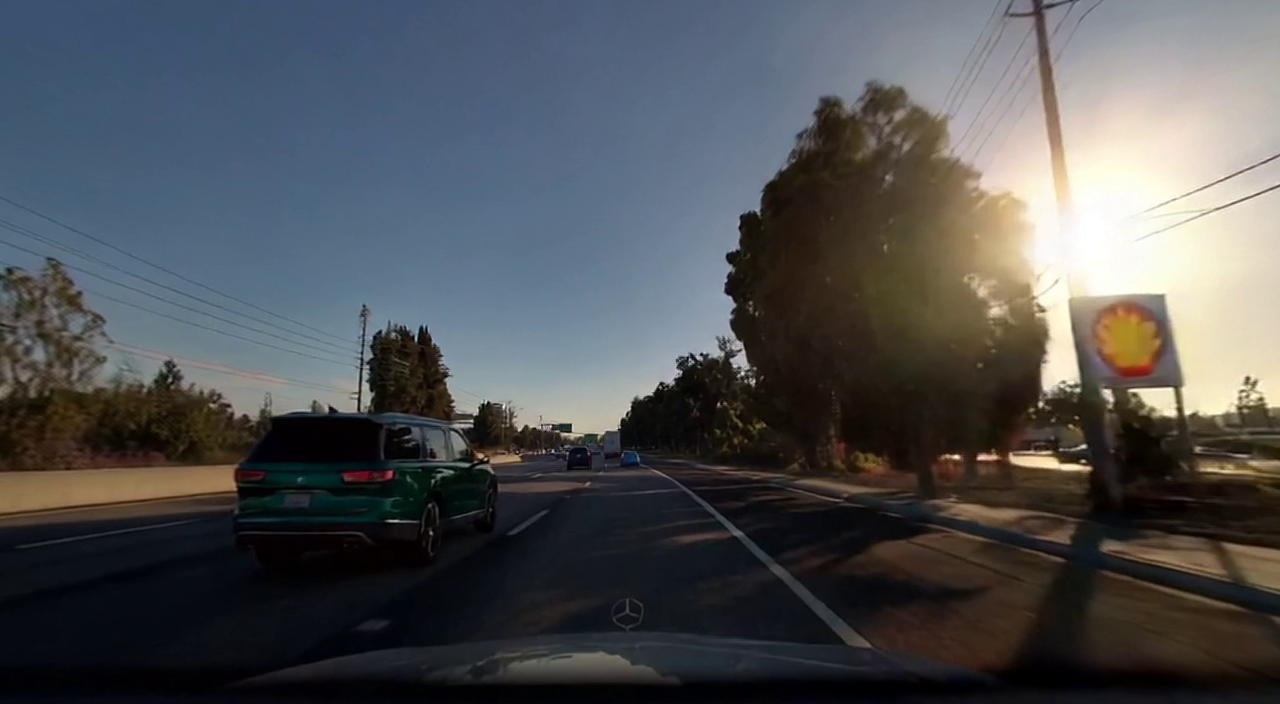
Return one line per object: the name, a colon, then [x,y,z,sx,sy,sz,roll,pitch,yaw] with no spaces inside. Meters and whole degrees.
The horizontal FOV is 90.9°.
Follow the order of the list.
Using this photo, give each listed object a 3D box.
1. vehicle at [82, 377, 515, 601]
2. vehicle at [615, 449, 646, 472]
vehicle: [-3.805,1.724,9.029,2.694,2.081,6.099,0,-8,1]
vehicle: [-0.714,7.561,44.172,1.982,1.524,3.800,0,-8,-4]
